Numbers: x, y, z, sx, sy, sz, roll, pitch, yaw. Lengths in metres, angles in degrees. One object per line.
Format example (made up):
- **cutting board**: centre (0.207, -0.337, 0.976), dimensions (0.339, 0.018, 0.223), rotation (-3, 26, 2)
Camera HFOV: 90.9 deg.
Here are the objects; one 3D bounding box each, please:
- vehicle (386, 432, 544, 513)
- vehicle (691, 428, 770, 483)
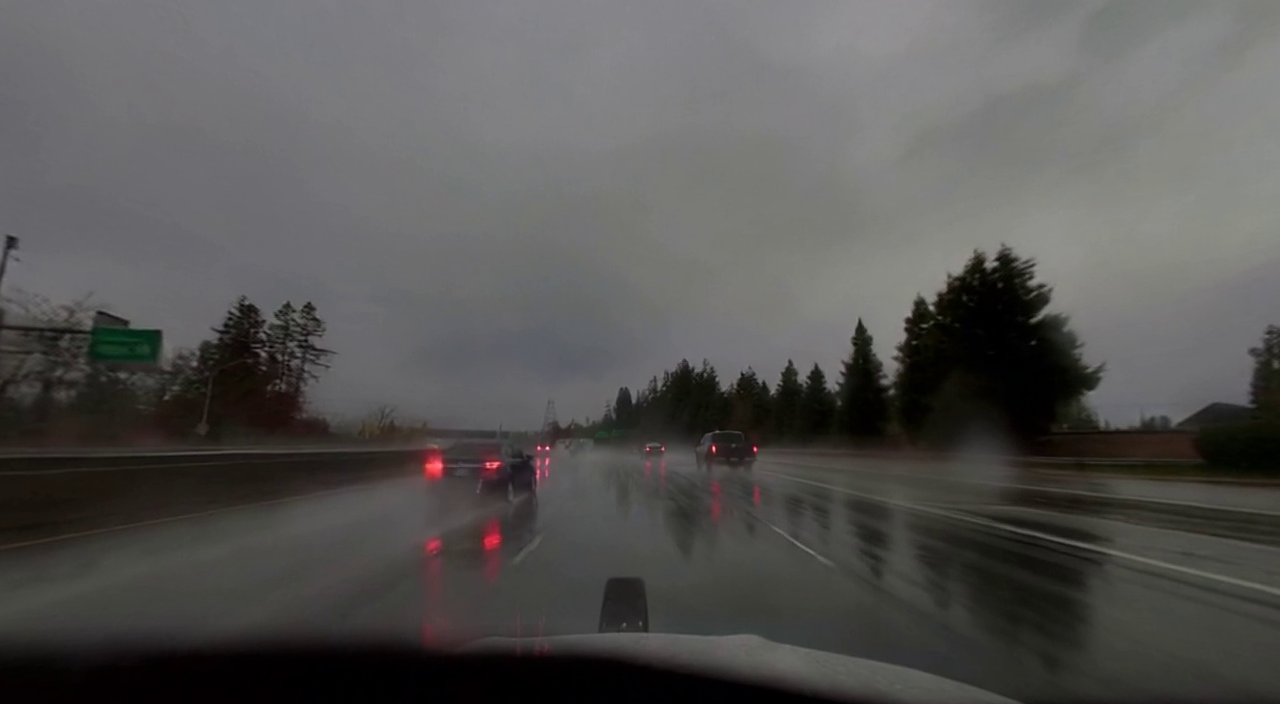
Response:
- **vehicle**: centre (-3.659, 2.645, 14.323), dimensions (2.183, 1.486, 4.848), rotation (0, -9, 0)
- **vehicle**: centre (3.152, 3.731, 22.853), dimensions (2.043, 1.795, 4.347), rotation (0, -9, -2)
